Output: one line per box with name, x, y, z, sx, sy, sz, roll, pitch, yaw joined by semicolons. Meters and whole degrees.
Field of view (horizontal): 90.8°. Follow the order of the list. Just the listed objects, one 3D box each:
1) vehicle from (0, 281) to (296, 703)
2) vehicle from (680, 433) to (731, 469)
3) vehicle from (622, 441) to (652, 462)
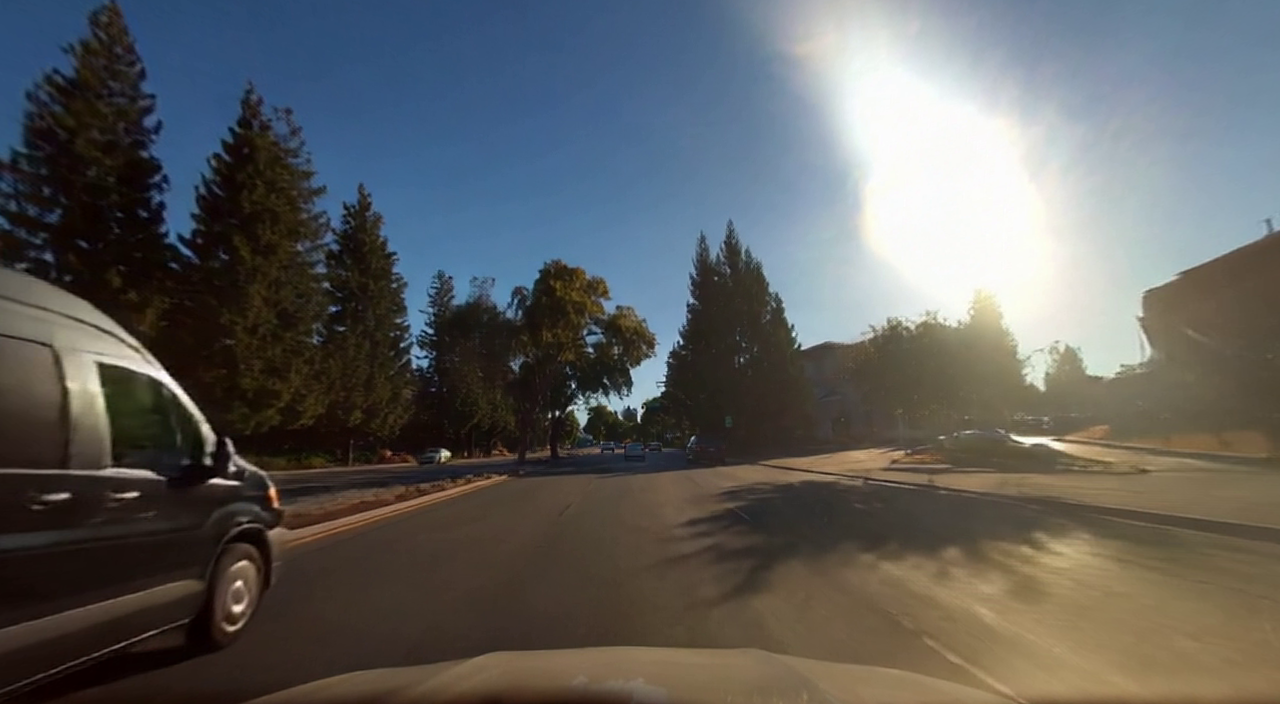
vehicle;-3.481;0.611;2.007;2.075;1.863;4.744;0;-9;0
vehicle;3.429;5.307;33.975;2.181;1.781;4.257;0;-9;-1
vehicle;-0.263;7.089;45.201;2.039;1.455;3.826;0;-9;-1
